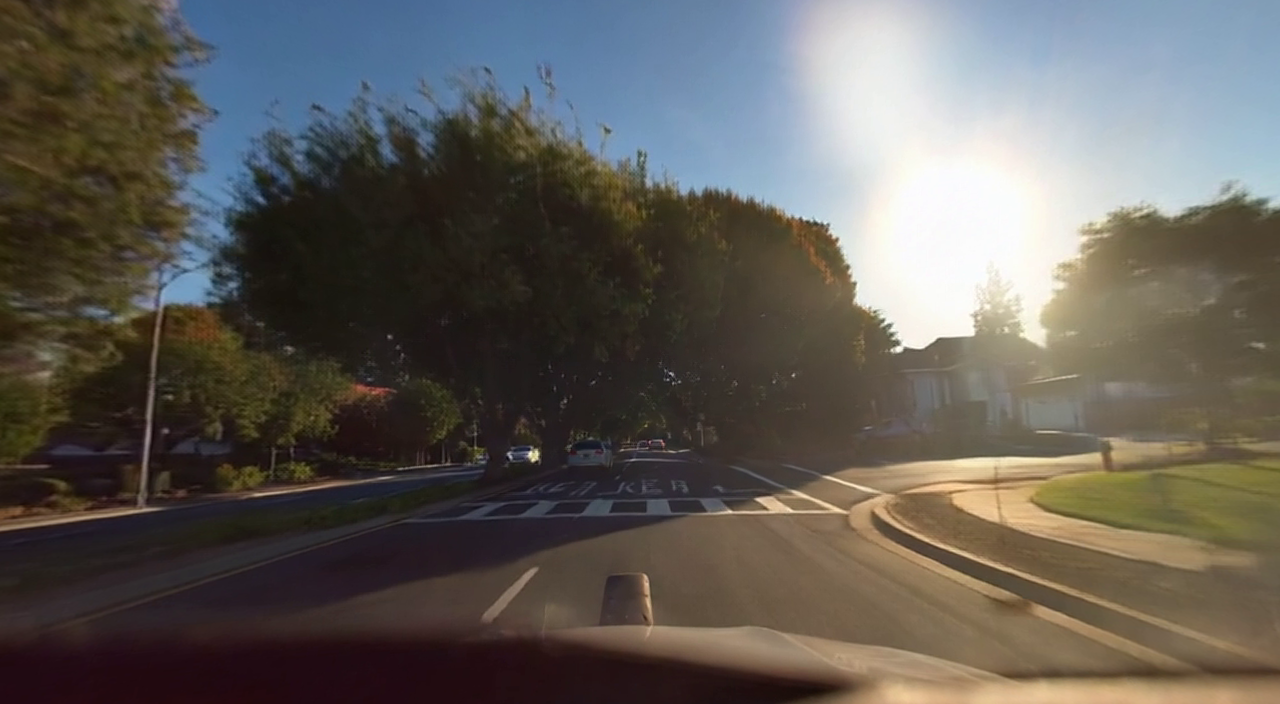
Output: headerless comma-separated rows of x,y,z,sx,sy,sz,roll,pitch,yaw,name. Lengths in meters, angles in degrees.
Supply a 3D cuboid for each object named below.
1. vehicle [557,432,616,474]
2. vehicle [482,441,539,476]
-2.358,4.623,28.981,2.190,1.766,4.394,0,-8,1,vehicle
-6.180,5.142,30.611,1.972,1.514,4.241,1,-9,-2,vehicle
